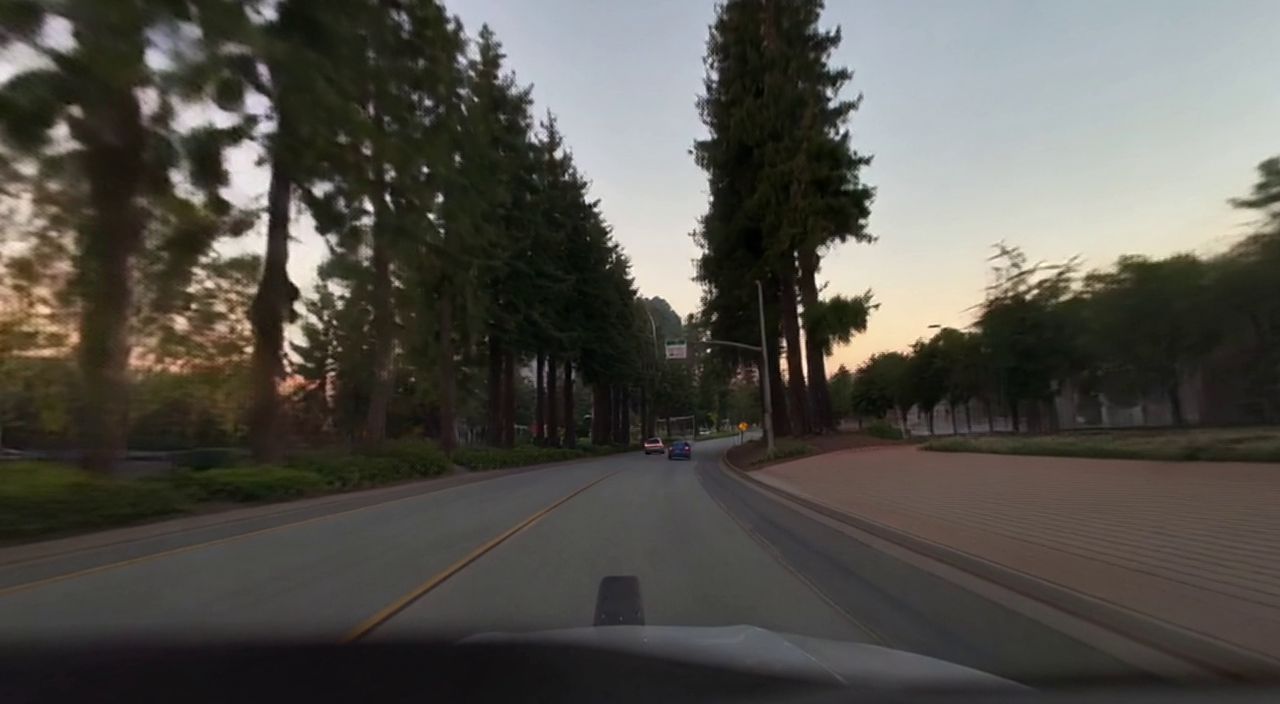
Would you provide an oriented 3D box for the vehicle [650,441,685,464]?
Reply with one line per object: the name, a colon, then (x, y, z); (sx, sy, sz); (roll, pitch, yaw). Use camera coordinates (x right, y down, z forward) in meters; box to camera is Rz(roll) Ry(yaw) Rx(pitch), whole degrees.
vehicle: (1.904, 6.774, 42.818); (2.071, 1.474, 4.047); (-1, -8, 6)
